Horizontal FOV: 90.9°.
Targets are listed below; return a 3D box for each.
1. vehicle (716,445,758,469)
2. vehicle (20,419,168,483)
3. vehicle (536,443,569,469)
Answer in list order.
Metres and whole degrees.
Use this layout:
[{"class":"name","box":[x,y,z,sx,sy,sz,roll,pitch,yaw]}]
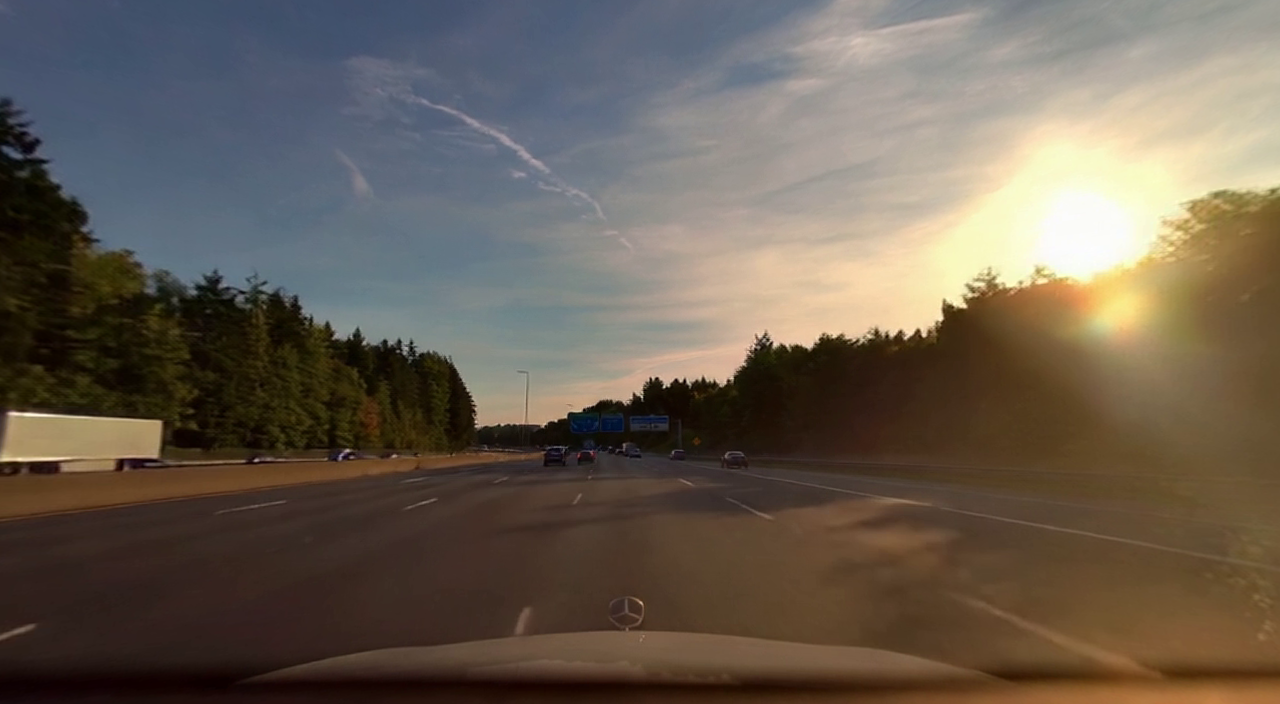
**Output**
[{"class":"vehicle","box":[6.684,7.299,43.902,1.989,1.591,4.348,0,-9,-4]},{"class":"vehicle","box":[-37.196,6.830,43.552,3.241,3.916,8.352,1,-9,-6]},{"class":"vehicle","box":[-6.593,7.897,47.850,2.167,1.847,4.097,0,-9,-4]}]
